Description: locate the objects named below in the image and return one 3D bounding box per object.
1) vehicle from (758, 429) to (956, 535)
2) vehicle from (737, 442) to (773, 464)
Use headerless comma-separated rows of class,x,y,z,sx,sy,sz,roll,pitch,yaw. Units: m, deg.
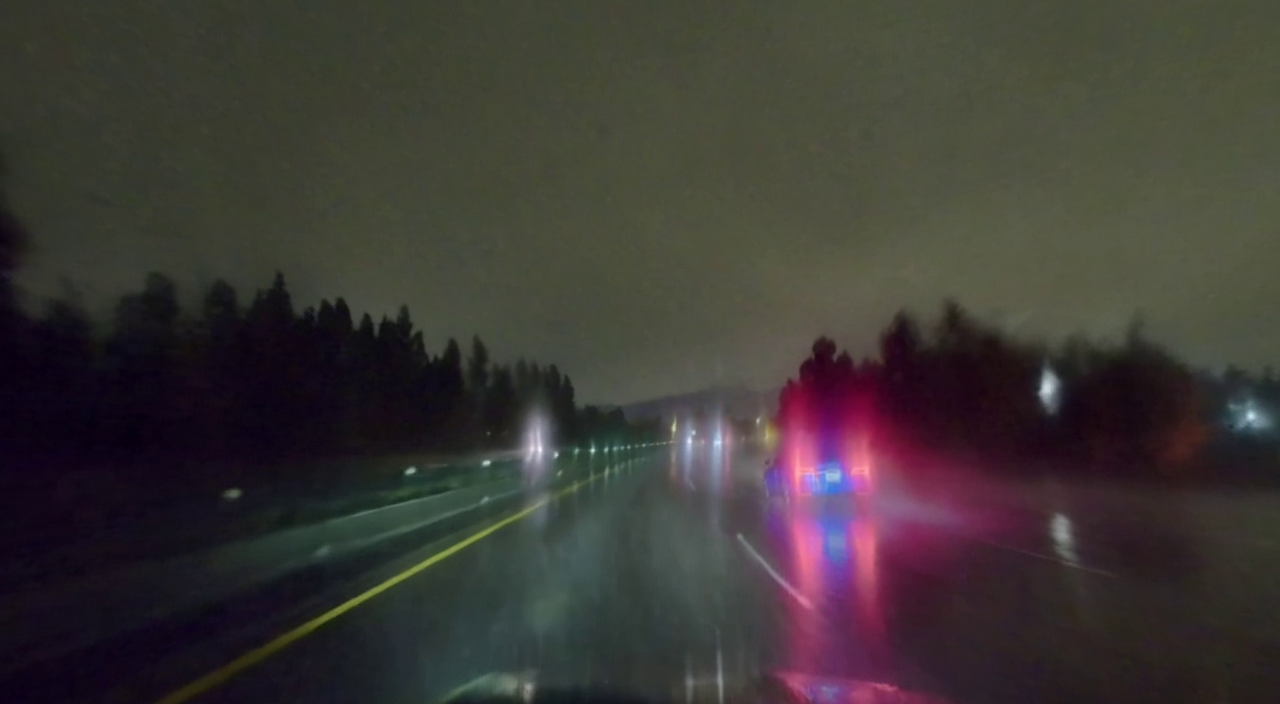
vehicle,3.645,2.268,11.616,2.050,1.546,4.344,0,-8,-1
vehicle,8.216,7.258,45.388,1.924,1.479,4.054,-1,-8,2
